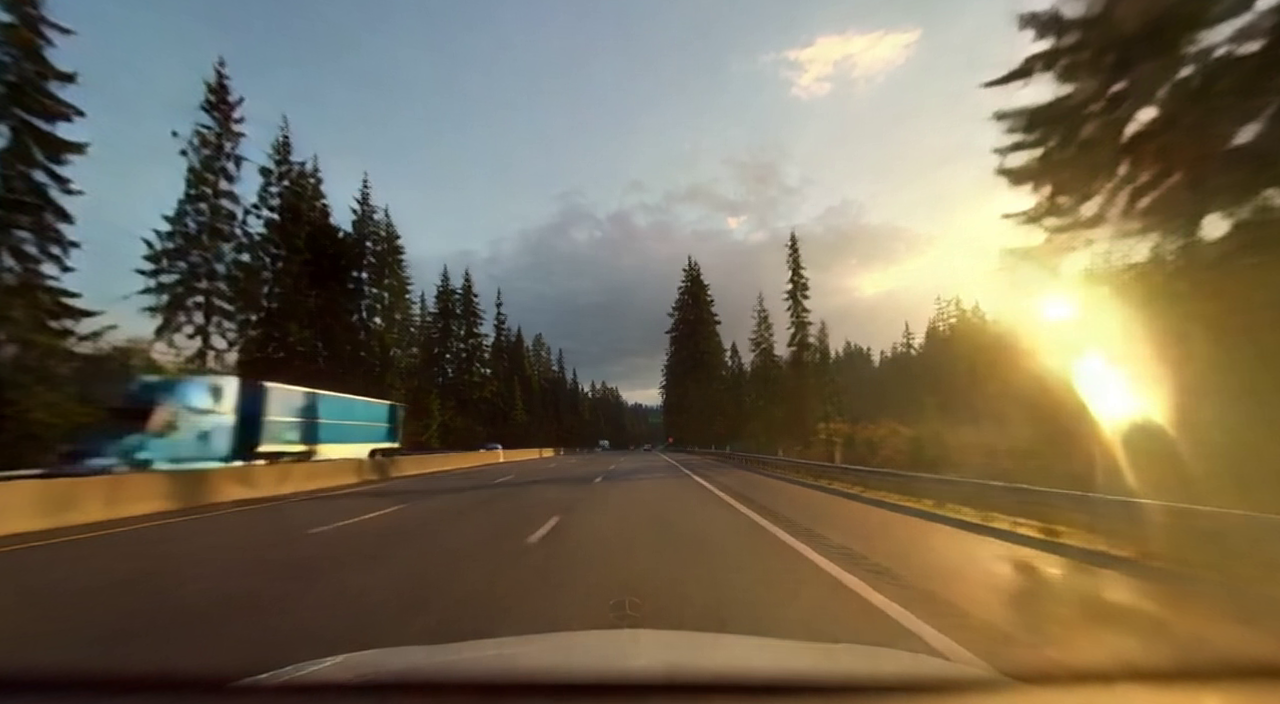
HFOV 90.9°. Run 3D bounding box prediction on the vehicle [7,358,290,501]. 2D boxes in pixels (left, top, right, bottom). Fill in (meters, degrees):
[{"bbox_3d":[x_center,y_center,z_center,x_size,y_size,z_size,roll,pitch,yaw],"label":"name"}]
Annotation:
[{"bbox_3d":[-17.165,2.918,23.301,3.317,4.278,8.478,0,-8,1],"label":"vehicle"}]
